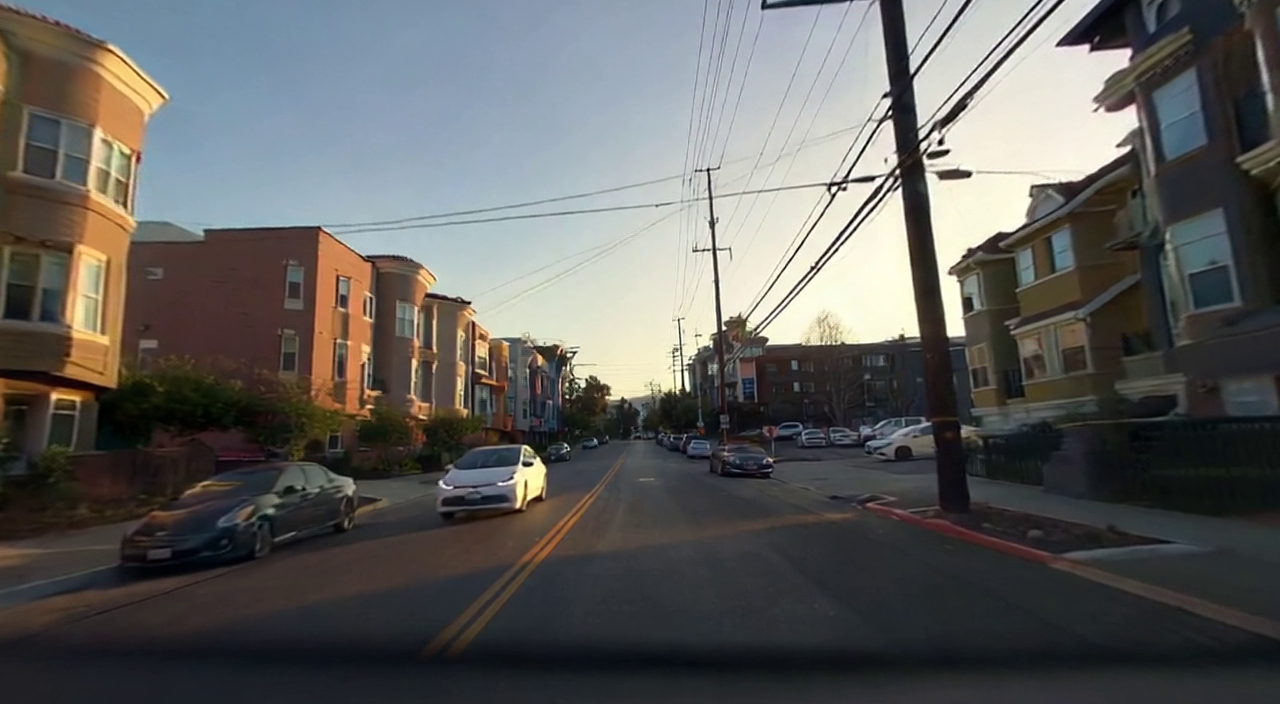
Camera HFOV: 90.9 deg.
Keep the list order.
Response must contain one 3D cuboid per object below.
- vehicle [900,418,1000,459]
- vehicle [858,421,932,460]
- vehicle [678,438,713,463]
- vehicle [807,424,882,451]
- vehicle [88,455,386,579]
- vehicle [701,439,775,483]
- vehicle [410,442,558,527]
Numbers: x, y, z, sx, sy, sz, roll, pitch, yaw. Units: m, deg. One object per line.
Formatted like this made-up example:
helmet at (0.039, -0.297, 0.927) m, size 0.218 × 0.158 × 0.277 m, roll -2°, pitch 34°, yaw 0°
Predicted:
vehicle at (12.890, 3.691, 26.608) m, size 1.997 × 1.546 × 4.370 m, roll -2°, pitch -9°, yaw 1°
vehicle at (10.552, 3.697, 26.372) m, size 1.801 × 1.491 × 3.488 m, roll -1°, pitch -8°, yaw 4°
vehicle at (3.700, 6.624, 42.479) m, size 1.914 × 1.591 × 3.892 m, roll 0°, pitch -8°, yaw -1°
vehicle at (13.243, 5.583, 41.141) m, size 1.897 × 1.659 × 4.648 m, roll 4°, pitch -9°, yaw -27°
vehicle at (-6.127, 2.503, 10.445) m, size 1.863 × 1.449 × 4.536 m, roll -1°, pitch -8°, yaw 2°
vehicle at (3.510, 3.984, 23.475) m, size 1.928 × 1.440 × 4.738 m, roll 0°, pitch -8°, yaw -1°
vehicle at (-3.085, 2.689, 13.532) m, size 2.052 × 1.483 × 4.276 m, roll 0°, pitch -8°, yaw 1°
